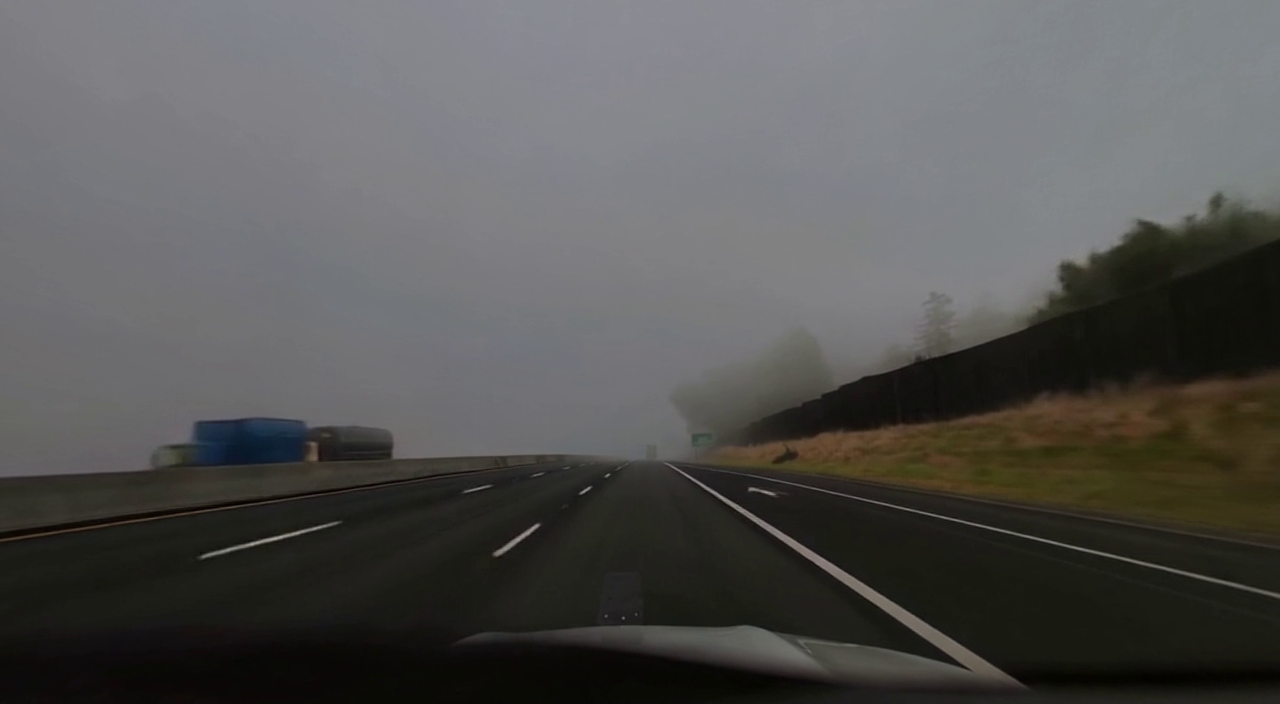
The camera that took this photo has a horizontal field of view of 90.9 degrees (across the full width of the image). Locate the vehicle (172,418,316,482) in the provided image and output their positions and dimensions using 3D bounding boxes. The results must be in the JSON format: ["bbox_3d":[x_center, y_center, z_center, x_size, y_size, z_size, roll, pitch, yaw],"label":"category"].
[{"bbox_3d":[-22.052,5.574,35.806,2.916,3.179,7.832,0,-9,1],"label":"vehicle"}]
